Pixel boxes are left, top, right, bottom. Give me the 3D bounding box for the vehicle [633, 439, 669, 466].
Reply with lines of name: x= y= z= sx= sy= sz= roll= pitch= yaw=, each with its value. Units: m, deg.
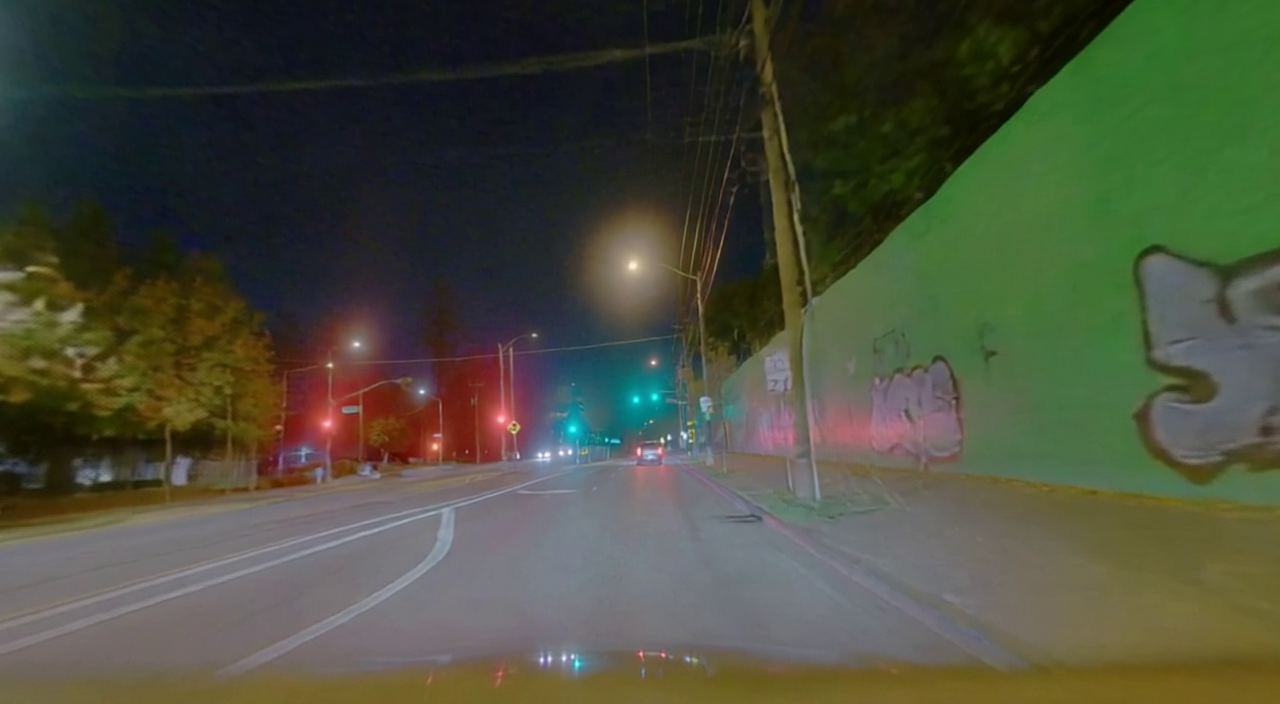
vehicle: x=0.692 y=6.271 z=39.552 sx=2.105 sy=1.611 sz=3.750 roll=0 pitch=-8 yaw=1
